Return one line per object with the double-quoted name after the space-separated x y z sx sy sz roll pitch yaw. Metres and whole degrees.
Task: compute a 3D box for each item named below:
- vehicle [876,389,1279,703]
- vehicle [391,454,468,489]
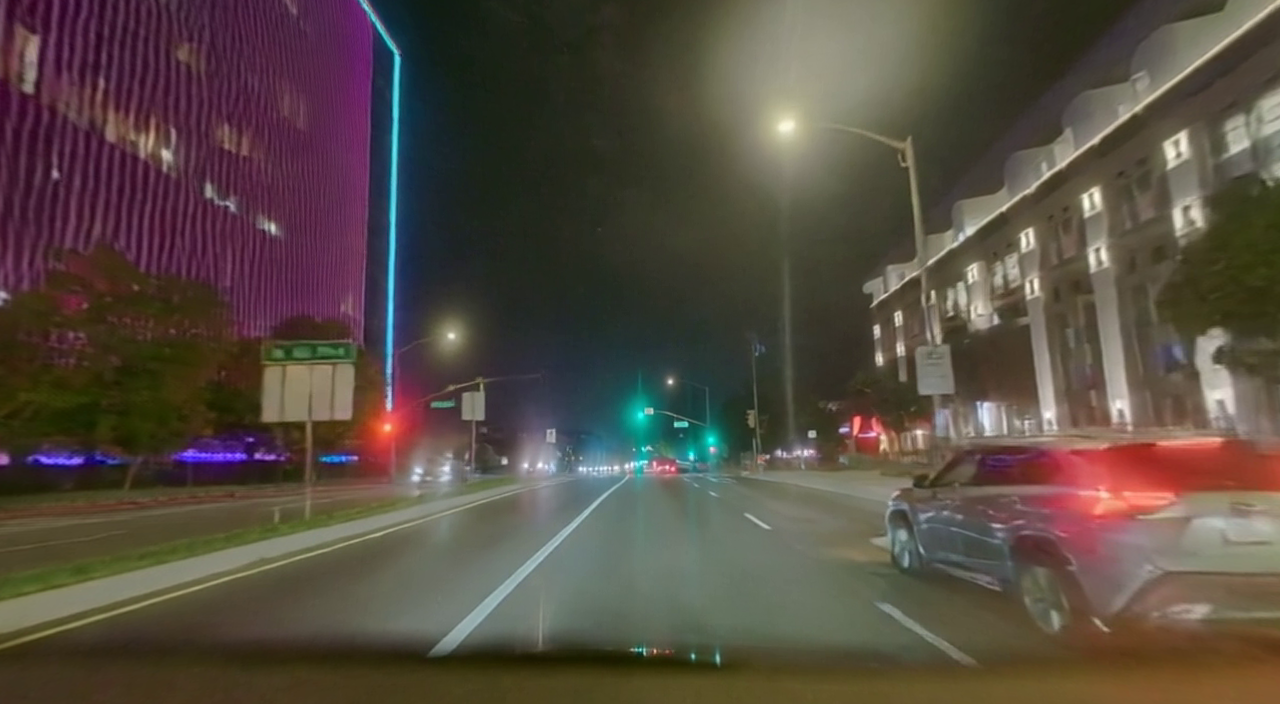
3.649 1.265 5.075 1.949 1.583 3.996 0 -9 0 "vehicle"
-10.137 5.770 30.818 1.957 1.482 4.706 -1 -9 2 "vehicle"
